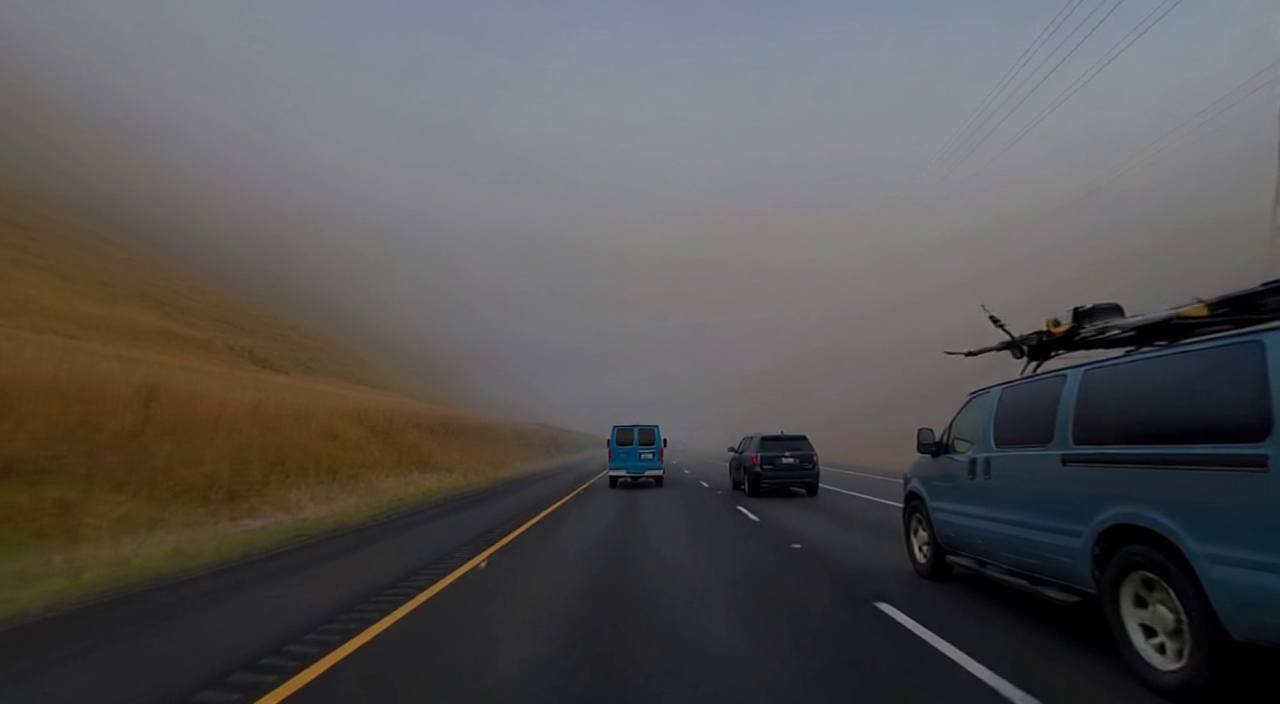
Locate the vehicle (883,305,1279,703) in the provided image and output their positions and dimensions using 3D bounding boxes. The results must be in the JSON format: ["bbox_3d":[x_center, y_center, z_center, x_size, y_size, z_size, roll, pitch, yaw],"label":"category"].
[{"bbox_3d":[3.924,0.935,3.677,2.691,1.901,5.744,0,-8,0],"label":"vehicle"}]

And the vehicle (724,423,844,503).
[{"bbox_3d":[3.608,2.884,16.808,2.139,1.821,4.480,0,-8,0],"label":"vehicle"}]

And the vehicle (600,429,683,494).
[{"bbox_3d":[0.075,3.363,19.714,2.268,1.772,4.523,0,-8,1],"label":"vehicle"}]
